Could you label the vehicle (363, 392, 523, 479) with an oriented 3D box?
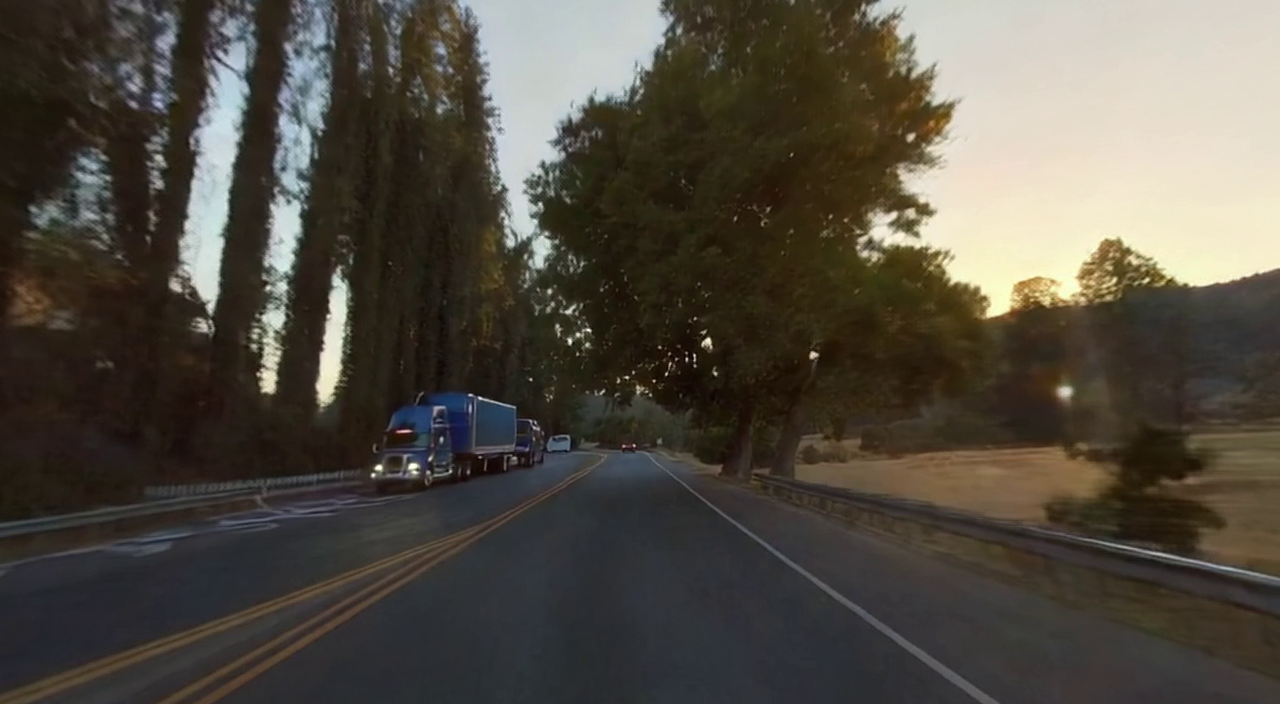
[{"bbox_3d":[-9.637,4.588,32.637,5.596,3.130,8.972,-4,-13,-2],"label":"vehicle"}]
